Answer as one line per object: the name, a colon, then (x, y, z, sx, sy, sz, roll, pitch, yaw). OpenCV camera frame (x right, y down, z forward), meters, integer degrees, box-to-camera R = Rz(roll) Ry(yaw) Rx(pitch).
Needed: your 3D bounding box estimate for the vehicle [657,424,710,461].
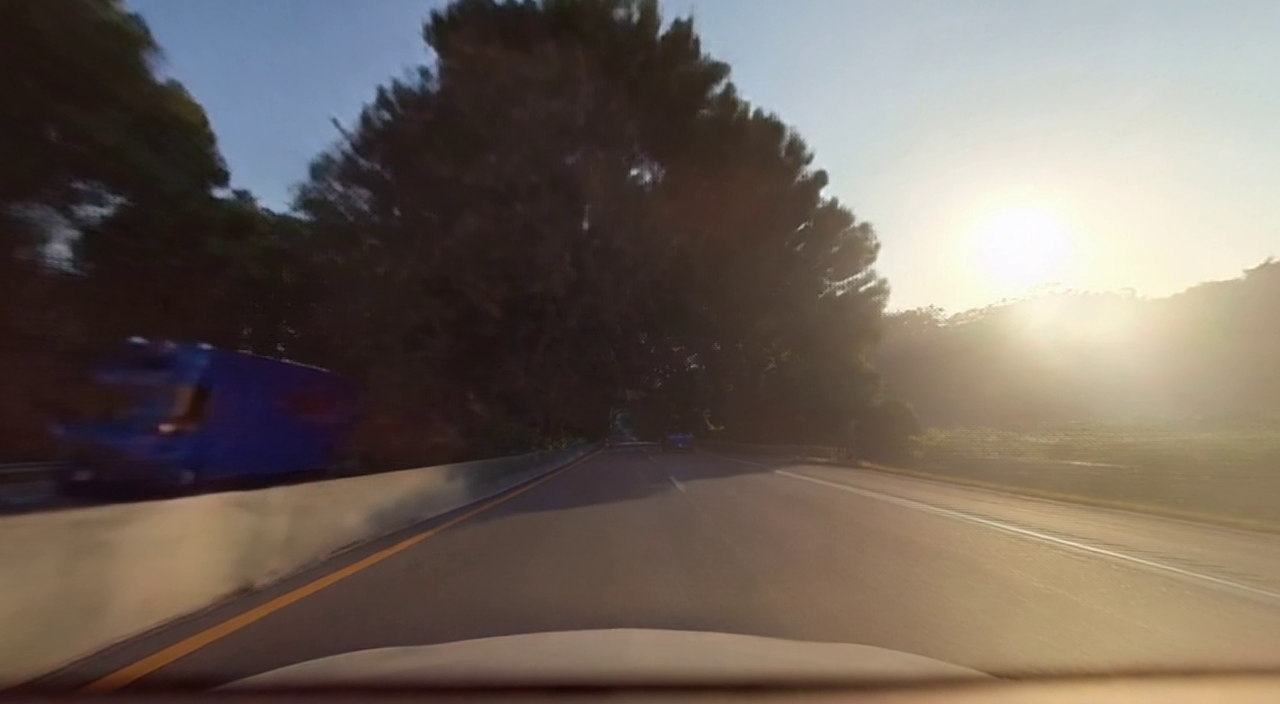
vehicle: (2.179, 4.683, 32.840, 2.240, 1.801, 4.545, 0, -8, -2)

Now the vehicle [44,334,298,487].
vehicle: (-13.603, 1.855, 19.162, 3.077, 3.908, 5.911, 0, -8, -1)
